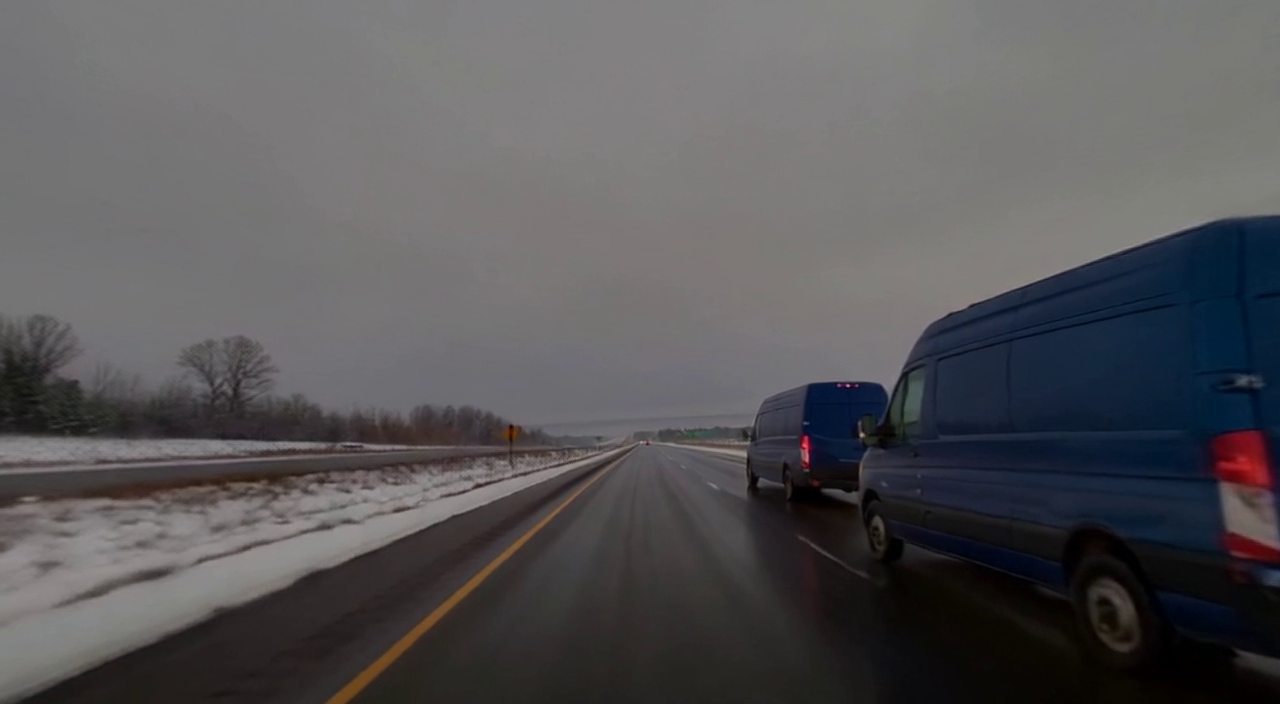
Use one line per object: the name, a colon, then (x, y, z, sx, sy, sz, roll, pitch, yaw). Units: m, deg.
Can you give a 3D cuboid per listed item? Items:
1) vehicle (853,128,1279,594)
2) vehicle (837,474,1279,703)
vehicle: (4.061, 0.378, 5.457, 2.444, 2.053, 5.616, 0, -7, 0)
vehicle: (3.980, 1.649, 5.398, 2.702, 0.824, 6.391, 0, -8, 1)
